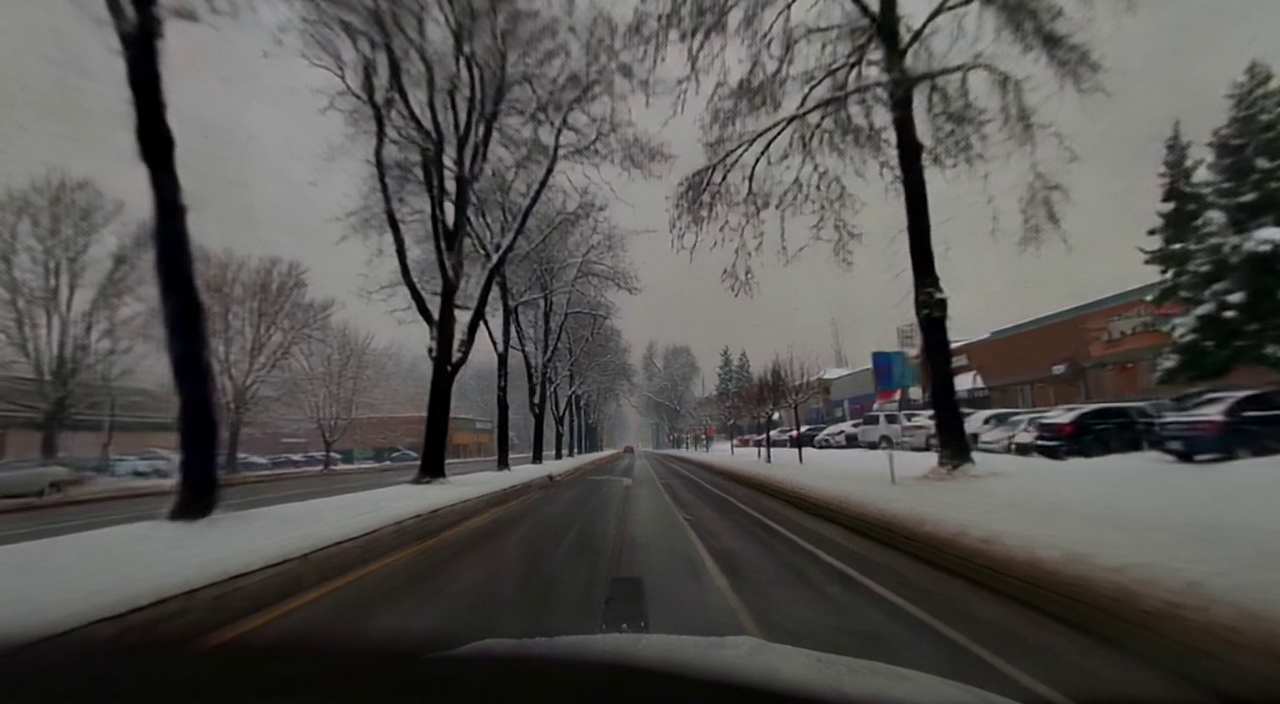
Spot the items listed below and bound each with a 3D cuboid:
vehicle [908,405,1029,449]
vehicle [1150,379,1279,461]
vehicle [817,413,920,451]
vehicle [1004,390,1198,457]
[{"bbox_3d":[12.682,2.938,24.494,3.641,1.524,1.731,-2,-8,-1],"label":"vehicle"},{"bbox_3d":[12.585,1.355,12.320,3.712,1.467,1.729,0,-8,-1],"label":"vehicle"},{"bbox_3d":[12.576,4.420,34.927,4.713,1.767,2.268,-3,-7,1],"label":"vehicle"},{"bbox_3d":[12.365,1.965,17.100,3.742,1.560,1.822,-2,-8,0],"label":"vehicle"}]
